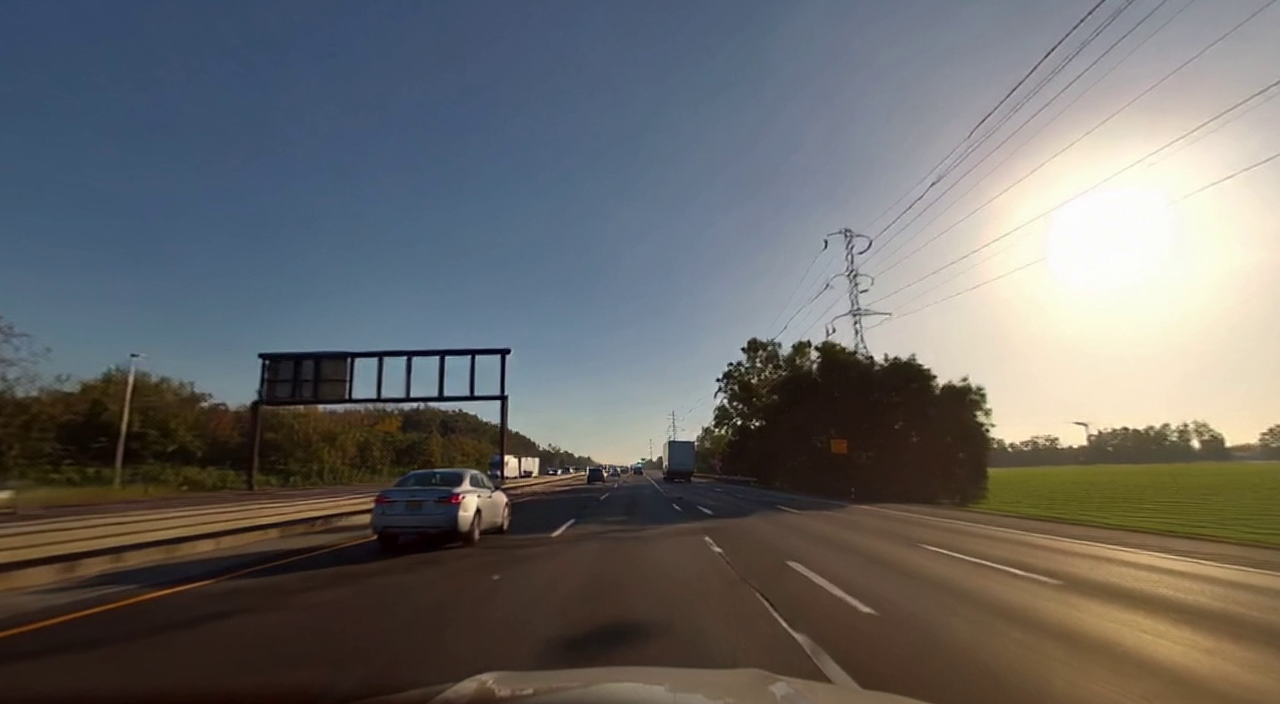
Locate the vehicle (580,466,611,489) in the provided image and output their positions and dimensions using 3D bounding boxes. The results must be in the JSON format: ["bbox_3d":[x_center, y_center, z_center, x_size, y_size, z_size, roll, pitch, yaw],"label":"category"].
[{"bbox_3d":[-3.246,9.213,46.442,1.942,1.597,3.943,1,-11,0],"label":"vehicle"}]

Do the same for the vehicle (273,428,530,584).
[{"bbox_3d":[-3.107,2.169,9.450,2.065,1.722,4.441,1,-11,0],"label":"vehicle"}]
